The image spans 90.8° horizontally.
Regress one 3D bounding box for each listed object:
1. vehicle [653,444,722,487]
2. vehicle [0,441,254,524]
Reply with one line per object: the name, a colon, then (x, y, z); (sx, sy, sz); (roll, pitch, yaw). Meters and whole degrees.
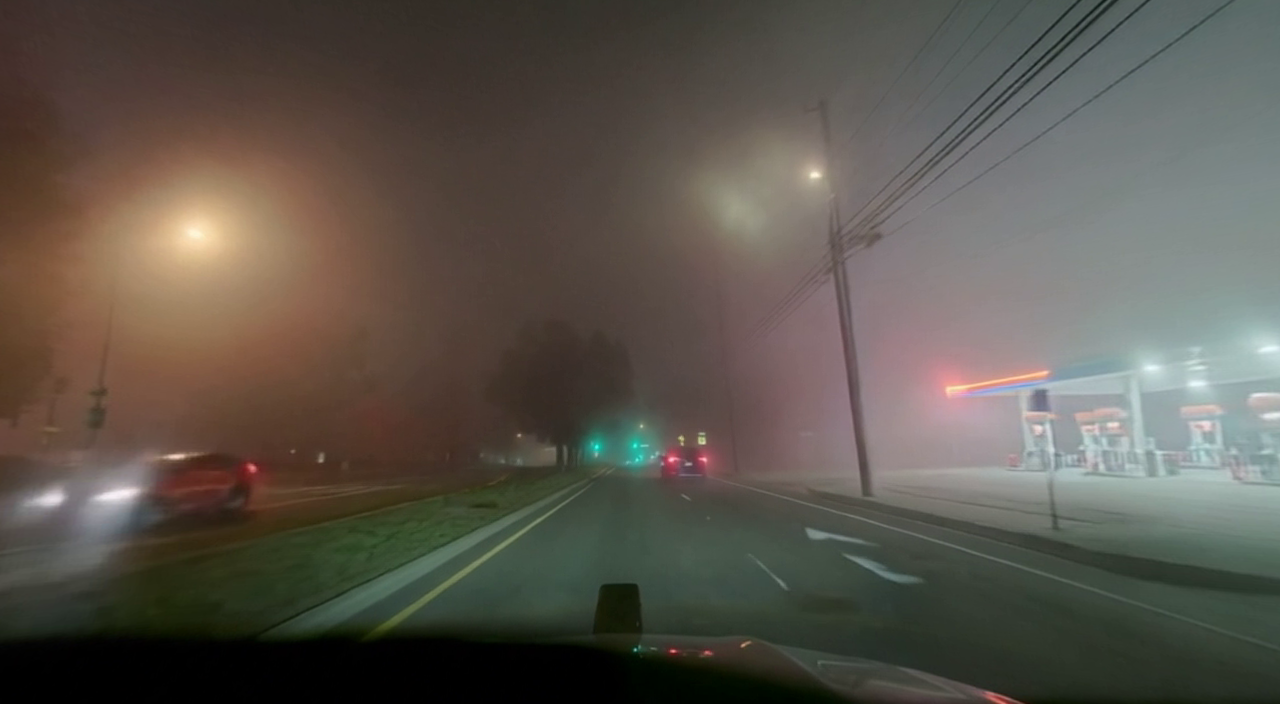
vehicle: (1.686, 4.221, 23.879); (2.061, 1.475, 4.296); (0, -9, -3)
vehicle: (-10.758, 2.704, 13.742); (1.893, 1.480, 4.482); (0, -9, 0)
